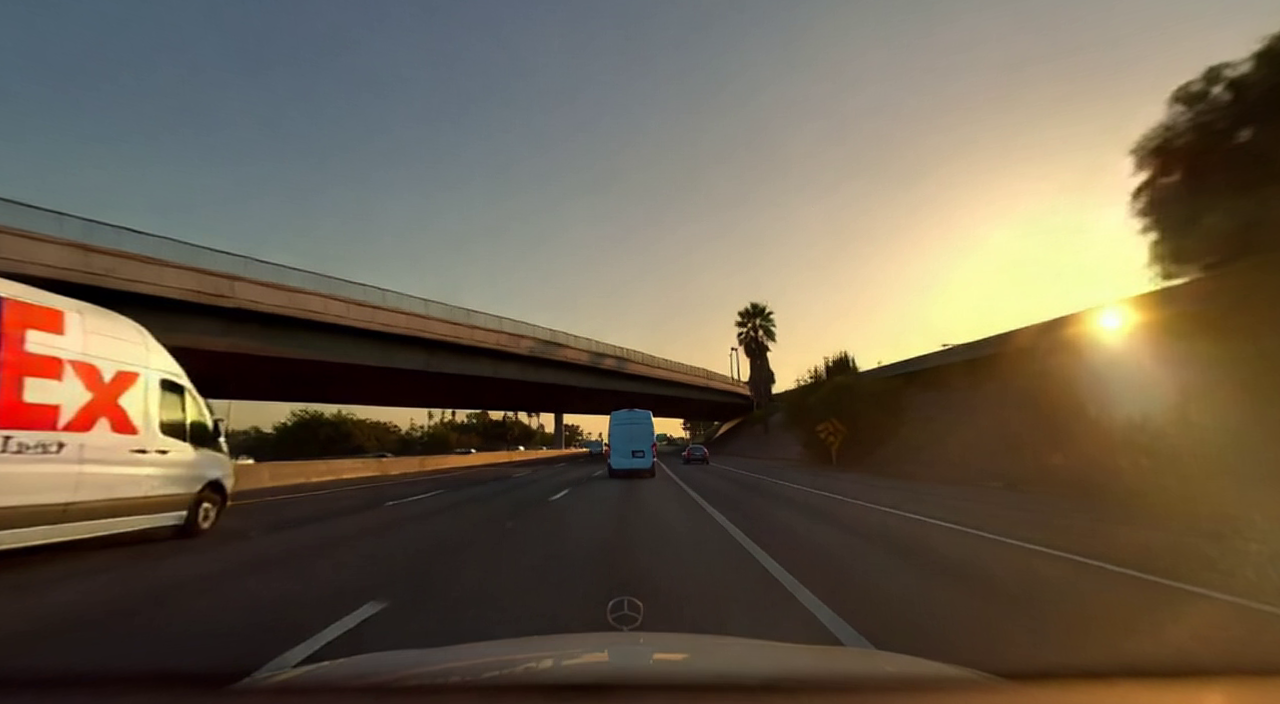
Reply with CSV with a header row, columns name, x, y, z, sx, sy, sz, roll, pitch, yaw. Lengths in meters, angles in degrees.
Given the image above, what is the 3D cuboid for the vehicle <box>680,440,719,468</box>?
name,x,y,z,sx,sy,sz,roll,pitch,yaw
vehicle,3.653,6.314,39.000,1.987,1.648,3.984,0,-8,-1

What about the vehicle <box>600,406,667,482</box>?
name,x,y,z,sx,sy,sz,roll,pitch,yaw
vehicle,-0.141,3.836,26.209,2.476,2.776,5.598,0,-8,2

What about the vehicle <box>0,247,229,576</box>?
name,x,y,z,sx,sy,sz,roll,pitch,yaw
vehicle,-7.708,0.575,5.800,2.965,3.178,7.188,-2,-9,0
